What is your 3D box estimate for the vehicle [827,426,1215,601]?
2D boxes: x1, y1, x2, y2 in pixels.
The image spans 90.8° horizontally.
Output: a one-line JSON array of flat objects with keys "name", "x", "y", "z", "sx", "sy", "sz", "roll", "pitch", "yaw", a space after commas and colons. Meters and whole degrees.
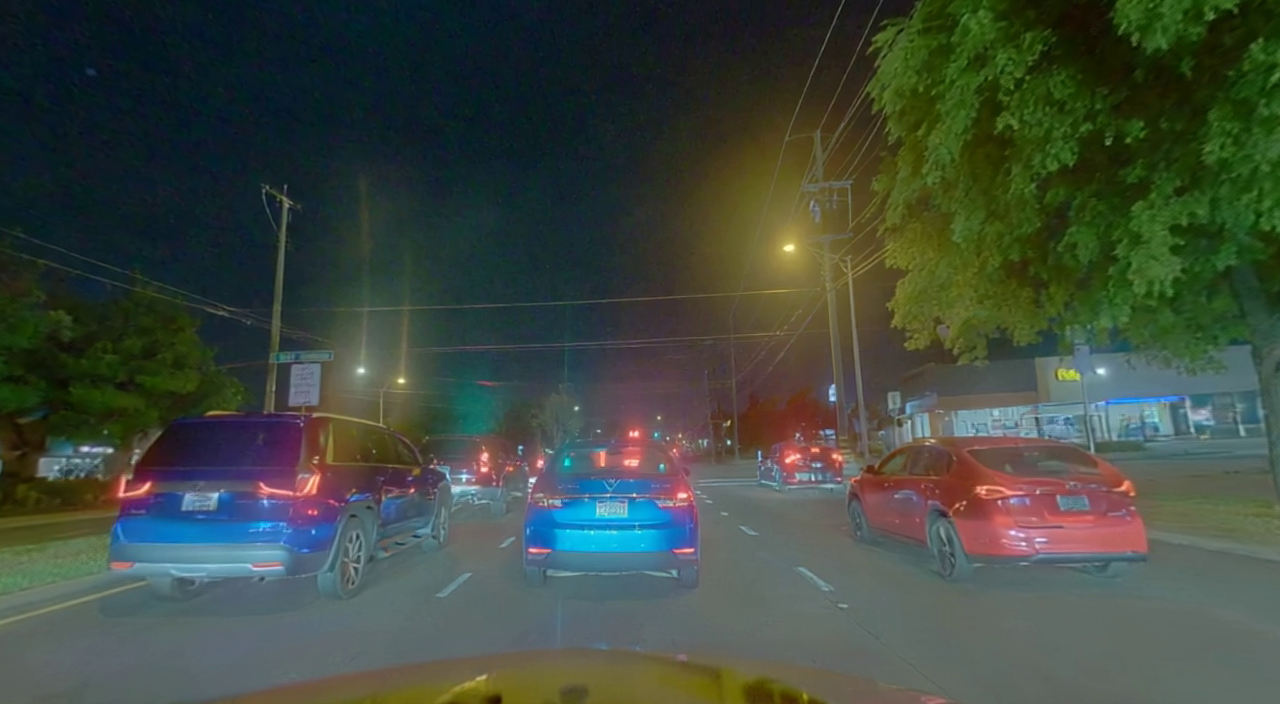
[{"name": "vehicle", "x": 3.907, "y": 1.706, "z": 7.623, "sx": 1.909, "sy": 1.473, "sz": 4.361, "roll": 0, "pitch": -9, "yaw": -1}]

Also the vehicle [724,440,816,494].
[{"name": "vehicle", "x": 3.824, "y": 3.435, "z": 19.299, "sx": 1.876, "sy": 1.456, "sz": 4.025, "roll": 0, "pitch": -9, "yaw": -1}]

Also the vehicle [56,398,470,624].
[{"name": "vehicle", "x": -3.434, "y": 1.520, "z": 6.988, "sx": 1.979, "sy": 1.697, "sz": 4.254, "roll": 0, "pitch": -9, "yaw": -1}]

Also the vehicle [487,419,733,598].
[{"name": "vehicle", "x": -0.310, "y": 1.631, "z": 7.403, "sx": 2.097, "sy": 1.511, "sz": 3.809, "roll": 0, "pitch": -9, "yaw": -2}]
